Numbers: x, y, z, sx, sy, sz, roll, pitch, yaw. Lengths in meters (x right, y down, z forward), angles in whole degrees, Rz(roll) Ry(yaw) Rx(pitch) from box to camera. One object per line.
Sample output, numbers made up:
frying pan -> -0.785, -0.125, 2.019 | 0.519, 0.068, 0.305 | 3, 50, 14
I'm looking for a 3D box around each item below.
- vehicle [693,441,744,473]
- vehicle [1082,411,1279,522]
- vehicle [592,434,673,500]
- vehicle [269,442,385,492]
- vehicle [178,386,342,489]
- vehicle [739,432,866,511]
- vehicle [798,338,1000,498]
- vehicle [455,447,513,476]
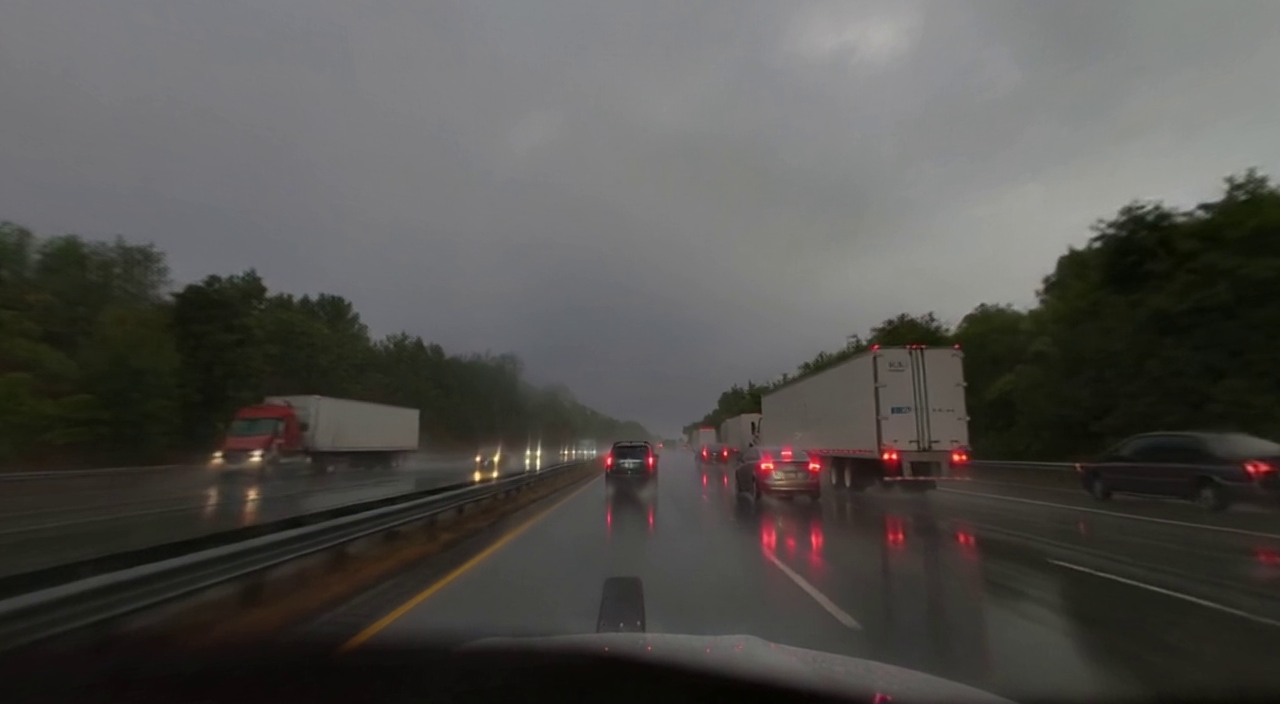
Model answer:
vehicle -> 4.148, 5.648, 34.069 | 2.150, 1.632, 4.260 | 0, -9, 0
vehicle -> 11.834, 2.297, 13.031 | 1.966, 1.870, 4.734 | 0, -9, 1
vehicle -> -0.173, 3.158, 17.621 | 2.023, 1.618, 3.628 | 0, -9, 1
vehicle -> -11.866, 4.359, 24.331 | 2.044, 1.706, 4.619 | 0, -9, 0
vehicle -> -15.923, 3.719, 27.125 | 2.934, 3.853, 6.135 | 0, -9, 1
vehicle -> 3.645, 2.751, 14.902 | 1.920, 1.594, 3.867 | 0, -9, 0
vehicle -> 7.610, 2.295, 20.288 | 2.823, 4.063, 8.485 | 0, -9, 0
vehicle -> -8.302, 5.877, 33.963 | 2.043, 1.455, 3.840 | 0, -9, 1
